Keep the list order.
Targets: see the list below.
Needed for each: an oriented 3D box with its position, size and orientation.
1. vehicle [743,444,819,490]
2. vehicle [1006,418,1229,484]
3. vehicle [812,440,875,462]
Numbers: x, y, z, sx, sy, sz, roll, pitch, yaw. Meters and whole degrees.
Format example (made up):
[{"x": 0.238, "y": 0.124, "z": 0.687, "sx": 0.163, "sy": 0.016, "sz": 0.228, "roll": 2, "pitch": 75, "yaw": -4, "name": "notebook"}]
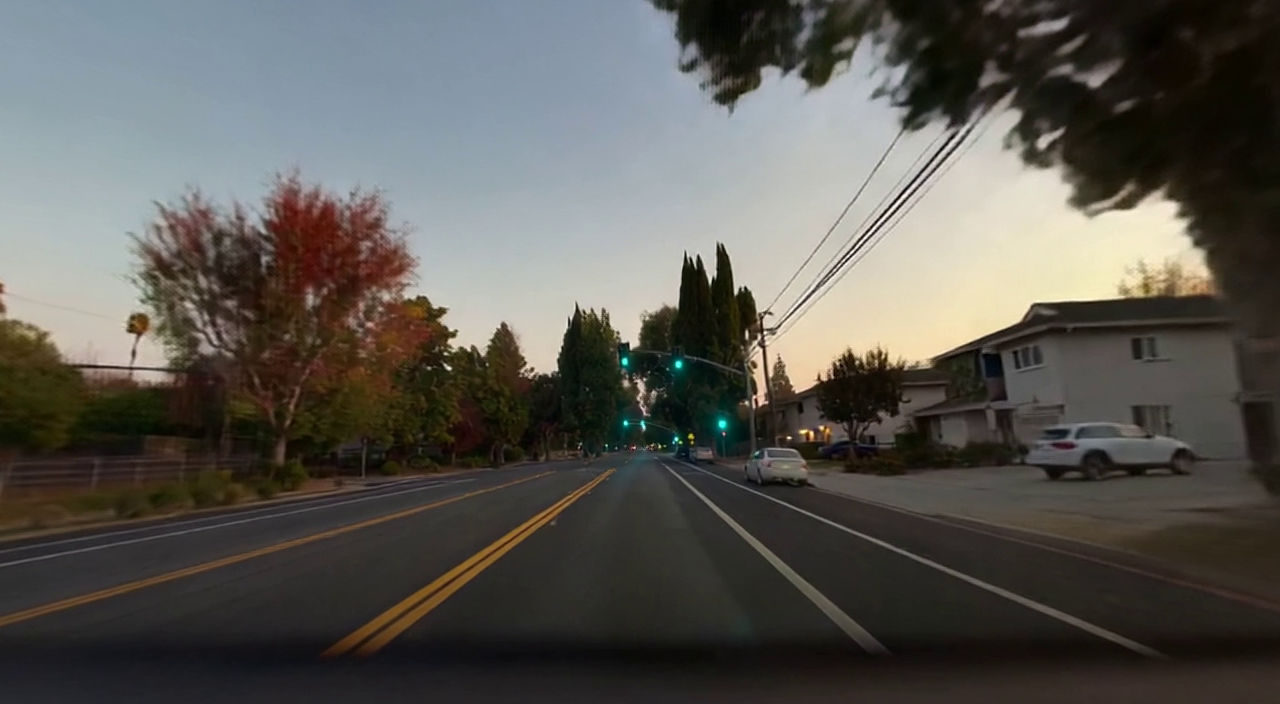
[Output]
[{"x": 5.172, "y": 4.257, "z": 23.695, "sx": 1.955, "sy": 1.549, "sz": 4.129, "roll": 0, "pitch": -9, "yaw": 1, "name": "vehicle"}, {"x": 12.849, "y": 2.702, "z": 17.218, "sx": 4.476, "sy": 1.686, "sz": 1.878, "roll": 0, "pitch": -9, "yaw": 1, "name": "vehicle"}, {"x": 14.253, "y": 6.962, "z": 44.316, "sx": 3.745, "sy": 1.540, "sz": 1.951, "roll": 0, "pitch": -9, "yaw": 1, "name": "vehicle"}]
